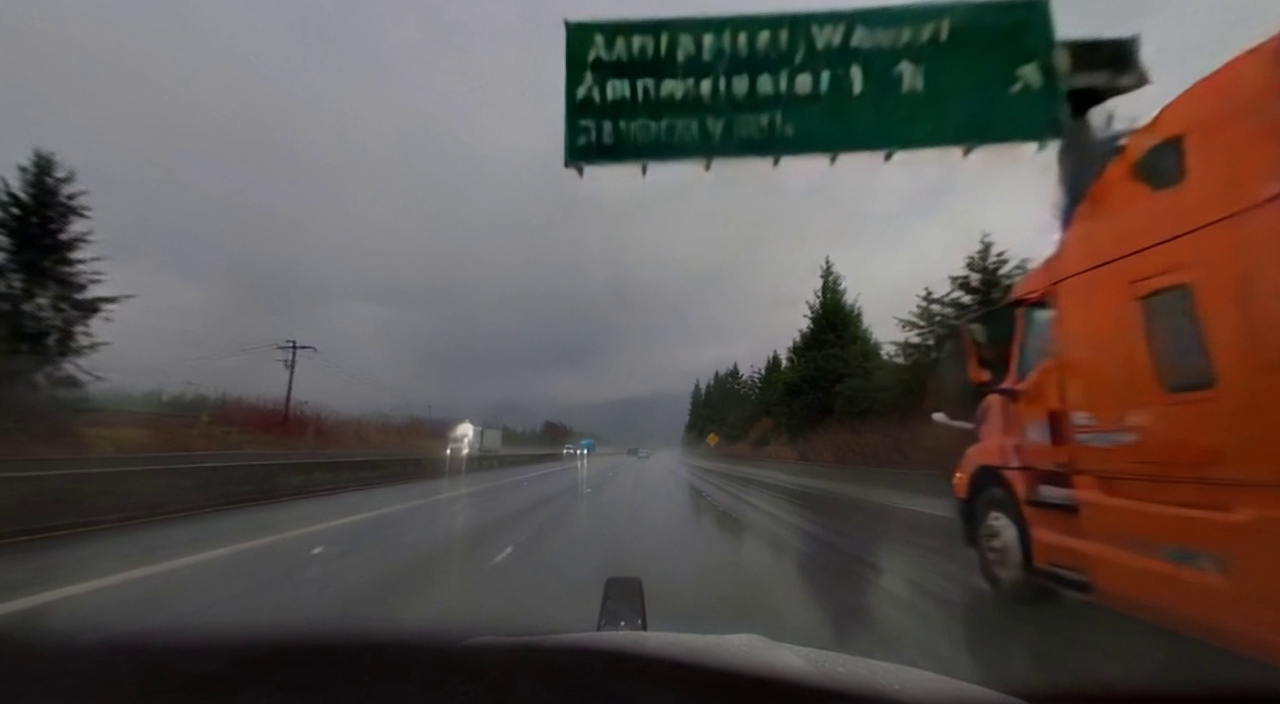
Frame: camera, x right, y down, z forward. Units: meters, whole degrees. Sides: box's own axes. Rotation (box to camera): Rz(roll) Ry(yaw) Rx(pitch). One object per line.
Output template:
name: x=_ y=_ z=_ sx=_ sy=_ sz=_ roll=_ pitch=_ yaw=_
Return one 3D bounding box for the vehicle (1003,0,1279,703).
vehicle: x=4.394 y=-0.370 z=1.834 sx=2.976 sy=3.871 sz=5.853 roll=0 pitch=-9 yaw=0
